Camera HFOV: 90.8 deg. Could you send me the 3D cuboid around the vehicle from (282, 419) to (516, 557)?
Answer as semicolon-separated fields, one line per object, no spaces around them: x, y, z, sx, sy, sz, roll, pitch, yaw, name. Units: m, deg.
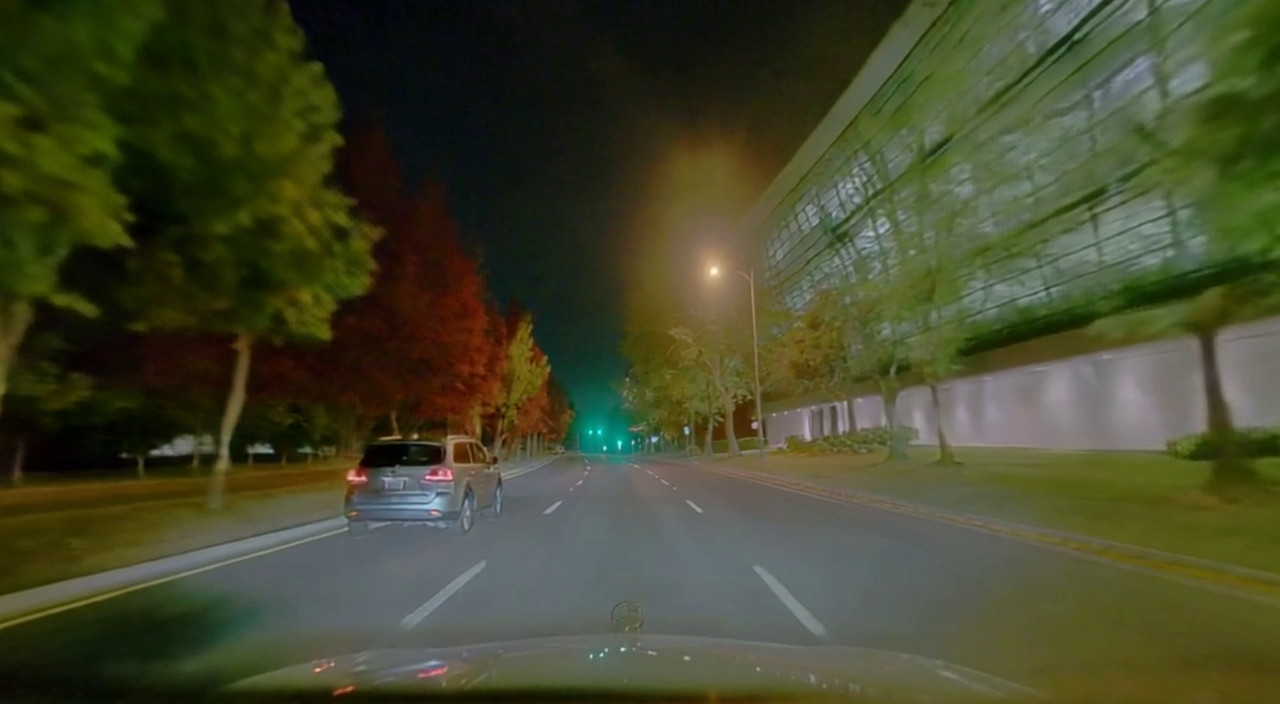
-3.438;2.021;10.187;2.067;1.700;4.561;0;-8;-1;vehicle
